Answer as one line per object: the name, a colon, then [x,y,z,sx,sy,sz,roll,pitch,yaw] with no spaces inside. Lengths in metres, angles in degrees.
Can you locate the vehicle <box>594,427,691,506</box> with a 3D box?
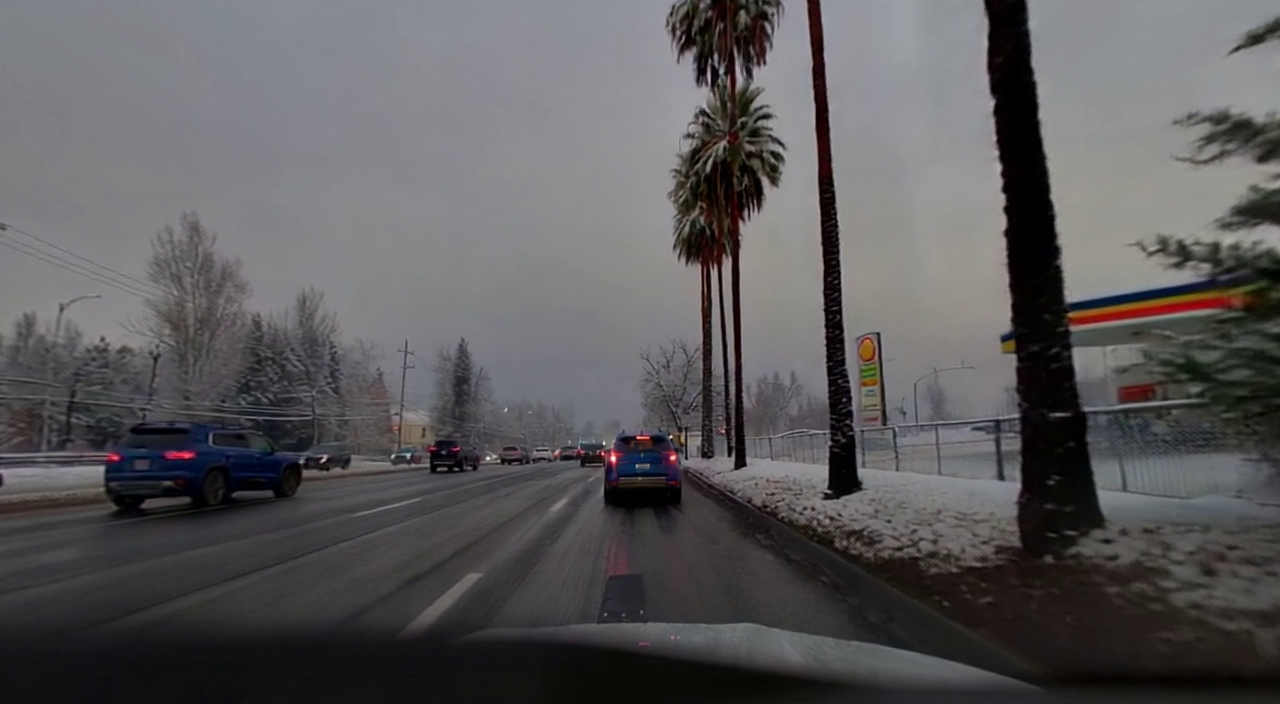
vehicle: [0.092,2.797,15.752,2.121,1.710,3.893,0,-8,1]

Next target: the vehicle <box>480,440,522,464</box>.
vehicle: [-10.471,7.570,47.726,1.998,1.731,4.952,0,-8,0]

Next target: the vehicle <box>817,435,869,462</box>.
vehicle: [12.066,5.746,37.571,1.681,1.503,3.781,0,-8,-3]

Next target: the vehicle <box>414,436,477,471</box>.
vehicle: [-10.562,5.545,34.417,1.965,1.743,4.327,0,-8,1]

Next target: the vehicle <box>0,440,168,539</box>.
vehicle: [-10.005,2.146,10.191,1.924,1.384,3.426,0,-8,1]

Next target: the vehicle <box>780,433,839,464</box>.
vehicle: [8.268,4.665,30.409,1.837,1.416,3.947,-4,-10,28]

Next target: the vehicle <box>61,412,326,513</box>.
vehicle: [-9.959,2.530,14.822,2.269,1.934,5.350,0,-8,0]
